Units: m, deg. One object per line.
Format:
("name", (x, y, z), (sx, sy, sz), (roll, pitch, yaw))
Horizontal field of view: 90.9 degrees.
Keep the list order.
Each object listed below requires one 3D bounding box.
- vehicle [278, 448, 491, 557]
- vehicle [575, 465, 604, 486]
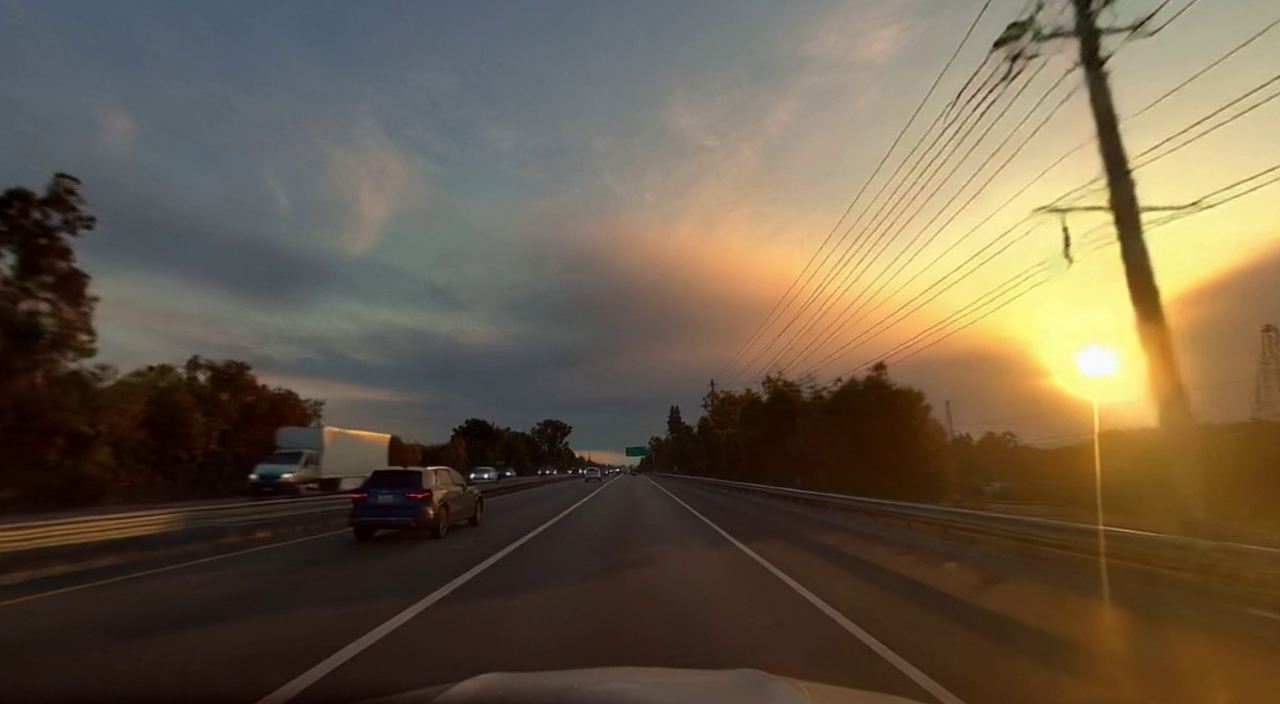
("vehicle", (-4.159, 2.548, 11.178), (1.963, 1.501, 4.227), (1, -10, 0))
("vehicle", (-3.749, 9.271, 47.491), (1.884, 1.486, 3.934), (1, -10, -1))
